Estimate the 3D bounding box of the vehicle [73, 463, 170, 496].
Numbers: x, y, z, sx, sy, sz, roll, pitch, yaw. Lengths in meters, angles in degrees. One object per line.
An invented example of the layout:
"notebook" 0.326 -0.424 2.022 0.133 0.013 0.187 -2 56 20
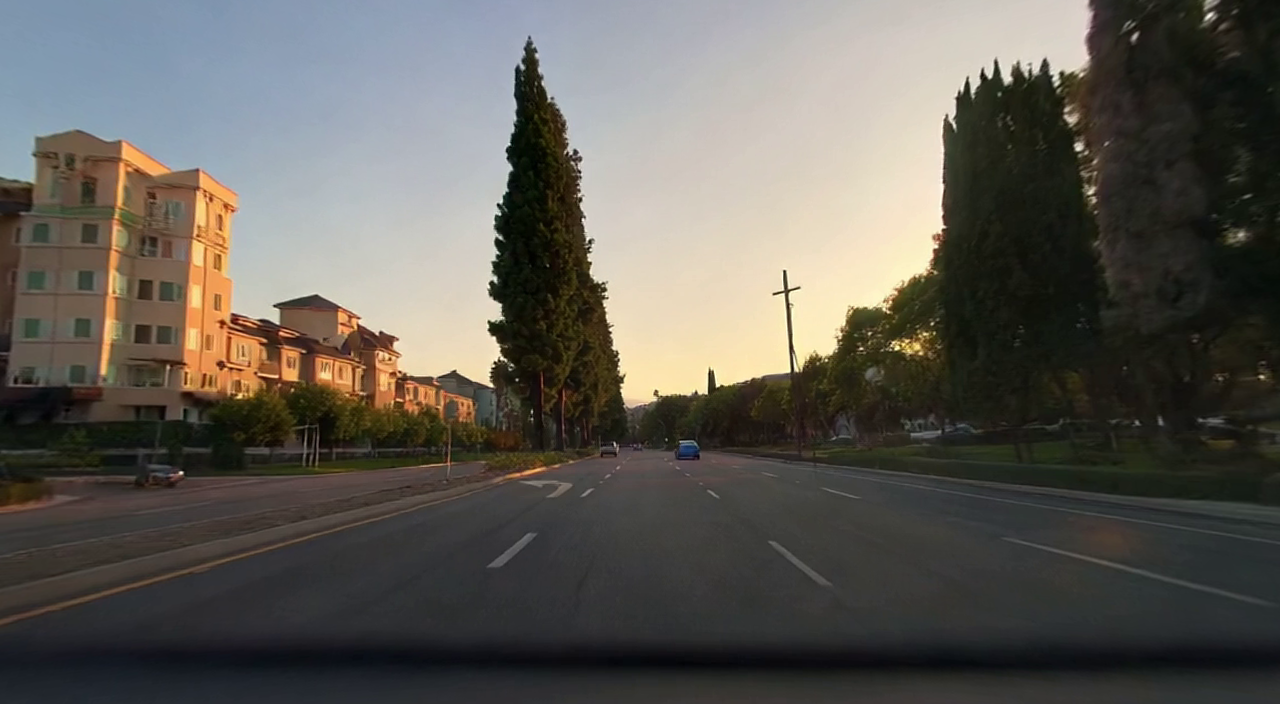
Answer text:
"vehicle" -30.597 7.482 37.309 4.524 1.742 2.284 -3 -9 20
